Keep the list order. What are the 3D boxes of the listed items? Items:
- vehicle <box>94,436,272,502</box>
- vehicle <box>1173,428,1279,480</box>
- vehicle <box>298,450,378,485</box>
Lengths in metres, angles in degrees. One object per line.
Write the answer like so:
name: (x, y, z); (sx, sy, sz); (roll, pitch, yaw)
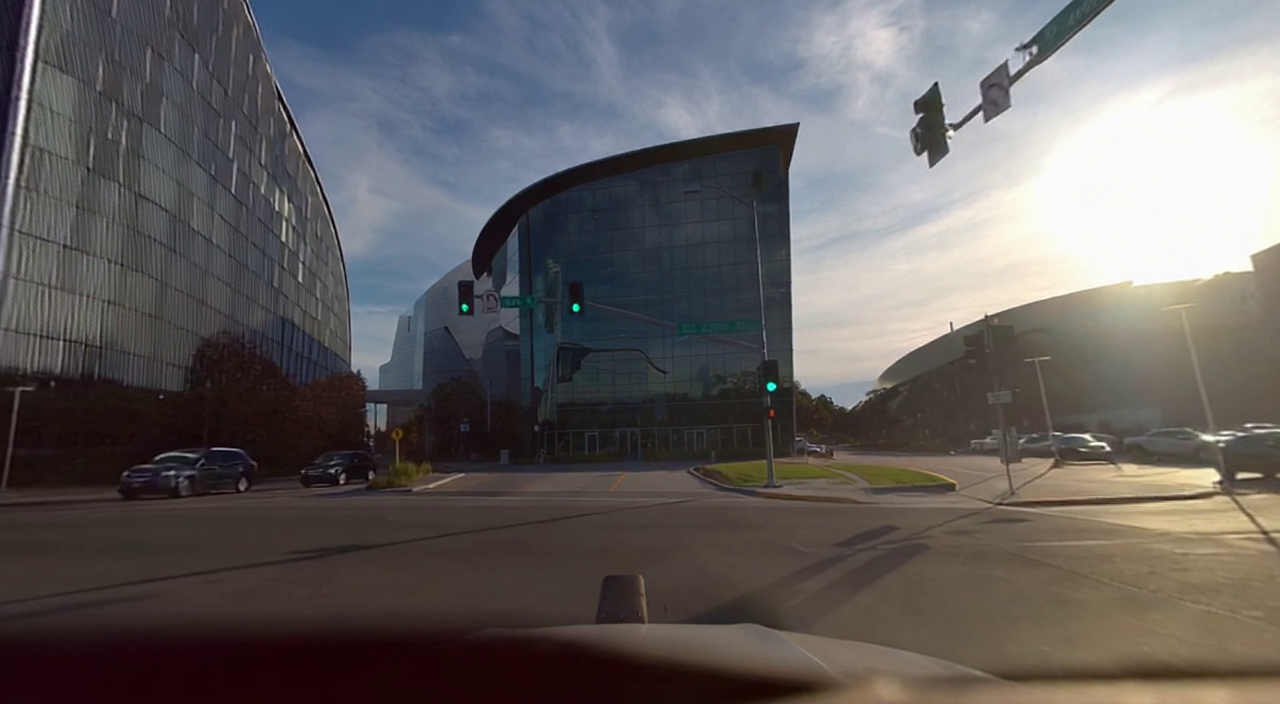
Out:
vehicle: (-14.910, 3.825, 21.051); (2.091, 1.915, 5.040); (0, -9, 0)
vehicle: (19.062, 3.090, 19.115); (1.834, 1.480, 4.458); (0, -9, -1)
vehicle: (-15.102, 5.775, 31.768); (1.932, 1.605, 4.146); (0, -9, 0)
